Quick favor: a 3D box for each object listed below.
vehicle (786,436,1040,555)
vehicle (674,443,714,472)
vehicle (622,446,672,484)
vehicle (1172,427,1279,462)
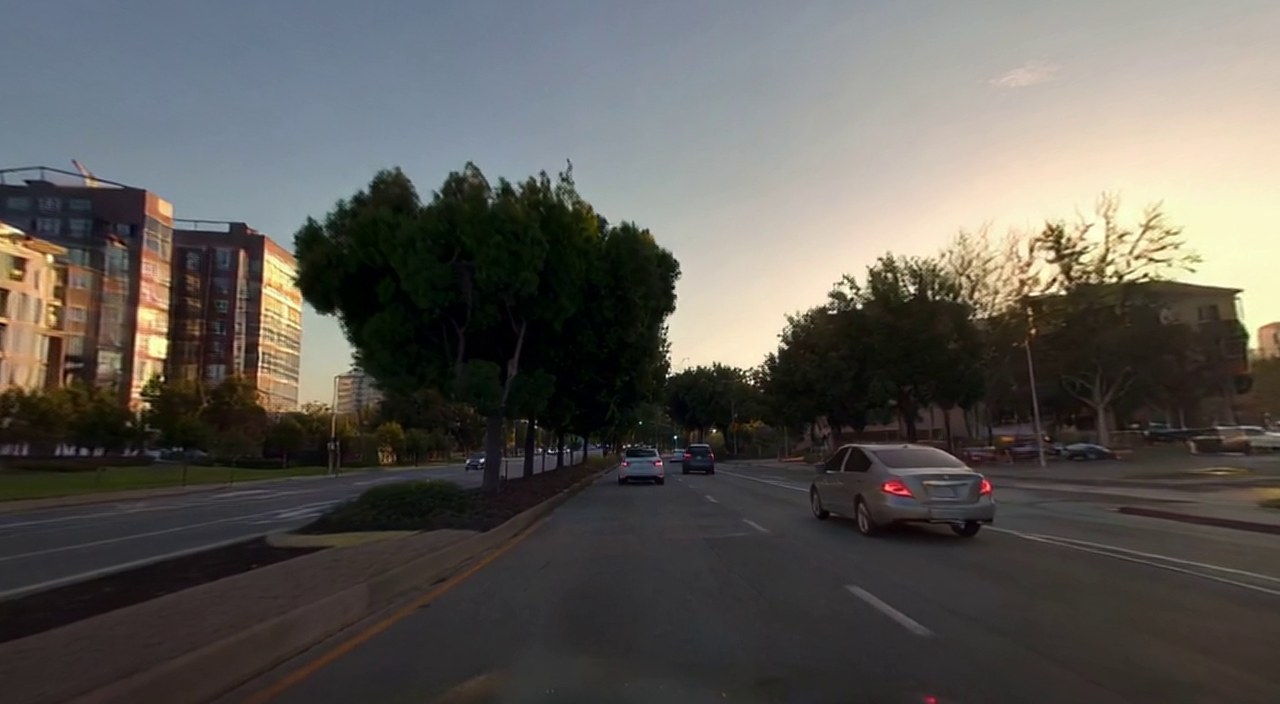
[{"bbox_3d":[3.966,2.142,10.219,2.049,1.473,4.425,0,-8,-1],"label":"vehicle"},{"bbox_3d":[3.507,6.936,41.740,2.107,1.773,4.557,0,-8,-2],"label":"vehicle"},{"bbox_3d":[0.303,4.873,27.646,2.034,1.500,3.966,0,-8,0],"label":"vehicle"},{"bbox_3d":[27.519,4.265,29.126,1.963,1.480,4.661,0,-8,1],"label":"vehicle"}]
